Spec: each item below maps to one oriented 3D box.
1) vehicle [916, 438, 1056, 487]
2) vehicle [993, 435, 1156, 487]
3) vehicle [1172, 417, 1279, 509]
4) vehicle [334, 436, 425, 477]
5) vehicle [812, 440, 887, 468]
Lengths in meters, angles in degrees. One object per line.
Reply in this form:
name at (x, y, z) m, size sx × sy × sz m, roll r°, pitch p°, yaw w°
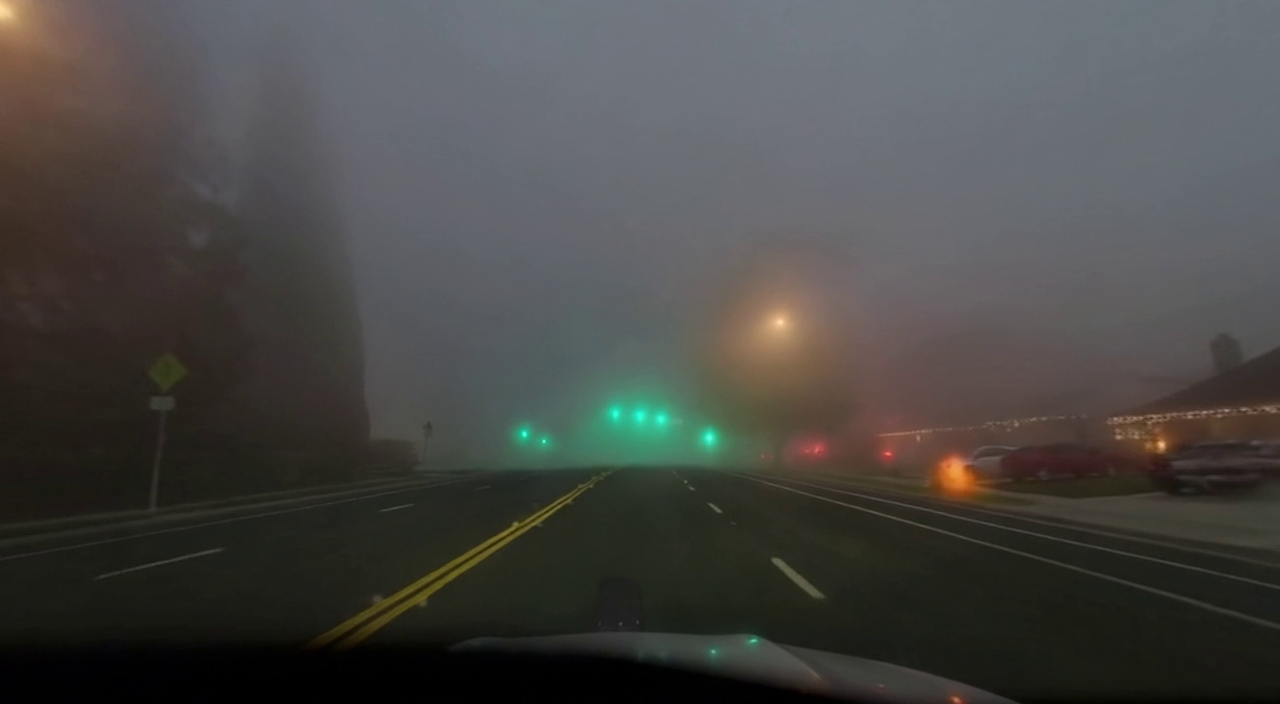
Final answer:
vehicle at (14.005, 4.466, 25.776) m, size 4.466 × 1.578 × 1.968 m, roll -4°, pitch -7°, yaw -1°
vehicle at (15.202, 3.808, 22.311) m, size 4.234 × 1.491 × 1.940 m, roll -4°, pitch -7°, yaw 0°
vehicle at (14.965, 2.376, 13.755) m, size 4.854 × 1.803 × 2.179 m, roll 0°, pitch -9°, yaw -4°
vehicle at (-15.577, 6.270, 38.301) m, size 2.653 × 2.232 × 6.273 m, roll 0°, pitch -8°, yaw 2°
vehicle at (15.326, 7.451, 46.375) m, size 4.739 × 1.667 × 1.998 m, roll -4°, pitch -7°, yaw 0°
